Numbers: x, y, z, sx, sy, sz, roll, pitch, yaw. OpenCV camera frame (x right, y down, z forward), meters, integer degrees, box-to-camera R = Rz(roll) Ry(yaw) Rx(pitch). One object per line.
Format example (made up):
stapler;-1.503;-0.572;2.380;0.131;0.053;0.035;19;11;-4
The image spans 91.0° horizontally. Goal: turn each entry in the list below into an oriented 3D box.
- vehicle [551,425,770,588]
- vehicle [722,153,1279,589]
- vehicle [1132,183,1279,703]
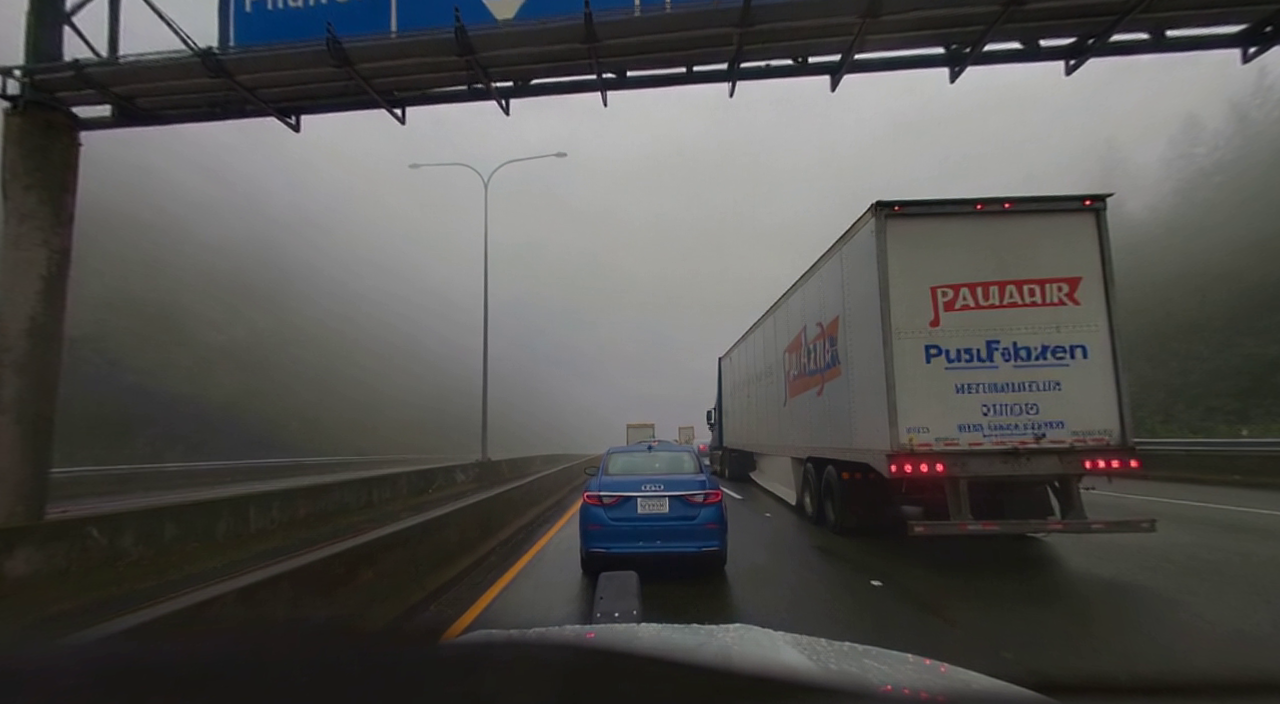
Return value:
vehicle;0.177;1.703;7.757;2.045;1.490;3.597;-1;-8;0
vehicle;4.202;1.072;12.965;2.827;4.081;14.305;0;-8;-1
vehicle;4.730;0.101;0.631;2.892;2.615;6.650;0;-8;-2
